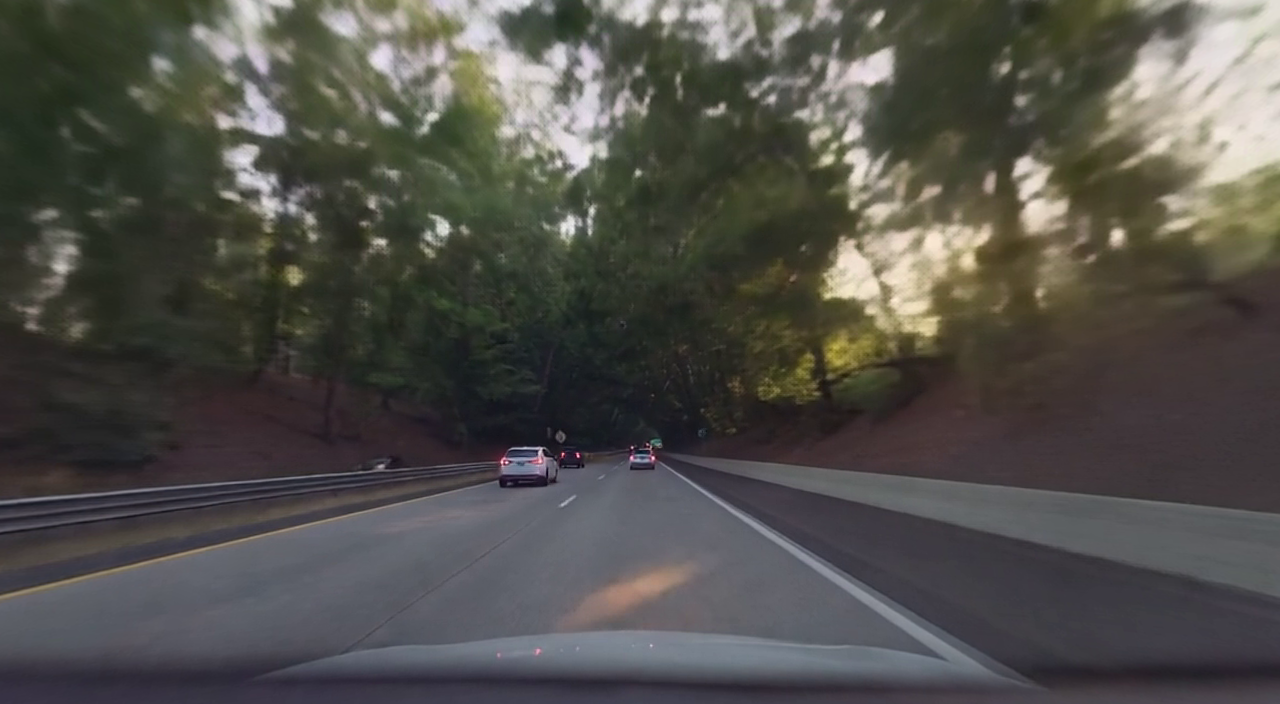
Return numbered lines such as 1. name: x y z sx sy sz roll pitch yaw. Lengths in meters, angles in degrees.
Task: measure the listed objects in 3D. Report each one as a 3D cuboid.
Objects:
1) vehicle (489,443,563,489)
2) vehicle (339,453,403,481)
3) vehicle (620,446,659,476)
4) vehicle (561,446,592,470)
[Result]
1. vehicle: -4.093 4.172 23.270 1.978 1.538 3.755 0 -9 1
2. vehicle: -16.027 6.870 37.803 1.811 1.537 4.569 0 -9 0
3. vehicle: -0.052 5.886 34.092 2.001 1.490 3.914 0 -9 0
4. vehicle: -4.509 7.604 45.381 1.834 1.615 3.624 0 -9 0
